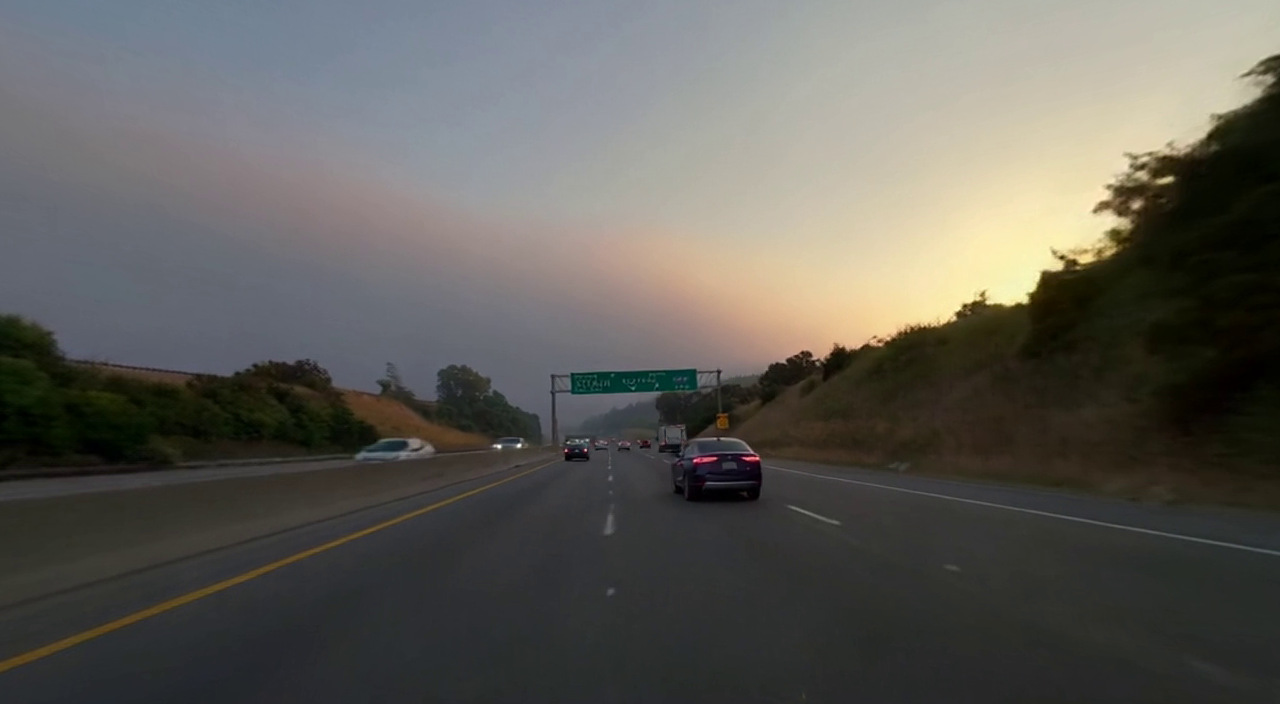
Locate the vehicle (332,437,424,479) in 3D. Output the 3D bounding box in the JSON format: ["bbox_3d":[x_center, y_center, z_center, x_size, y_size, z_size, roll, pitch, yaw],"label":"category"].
[{"bbox_3d":[-10.844,4.382,26.512,2.017,1.576,4.657,0,-8,-2],"label":"vehicle"}]

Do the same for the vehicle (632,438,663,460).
[{"bbox_3d":[0.521,7.119,46.557,1.995,1.556,3.893,0,-8,-4],"label":"vehicle"}]

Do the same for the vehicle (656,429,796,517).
[{"bbox_3d":[1.562,2.411,13.343,1.961,1.495,4.743,0,-8,-4],"label":"vehicle"}]

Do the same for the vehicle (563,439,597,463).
[{"bbox_3d":[-3.972,6.597,42.380,2.055,1.466,4.317,0,-8,-3],"label":"vehicle"}]
